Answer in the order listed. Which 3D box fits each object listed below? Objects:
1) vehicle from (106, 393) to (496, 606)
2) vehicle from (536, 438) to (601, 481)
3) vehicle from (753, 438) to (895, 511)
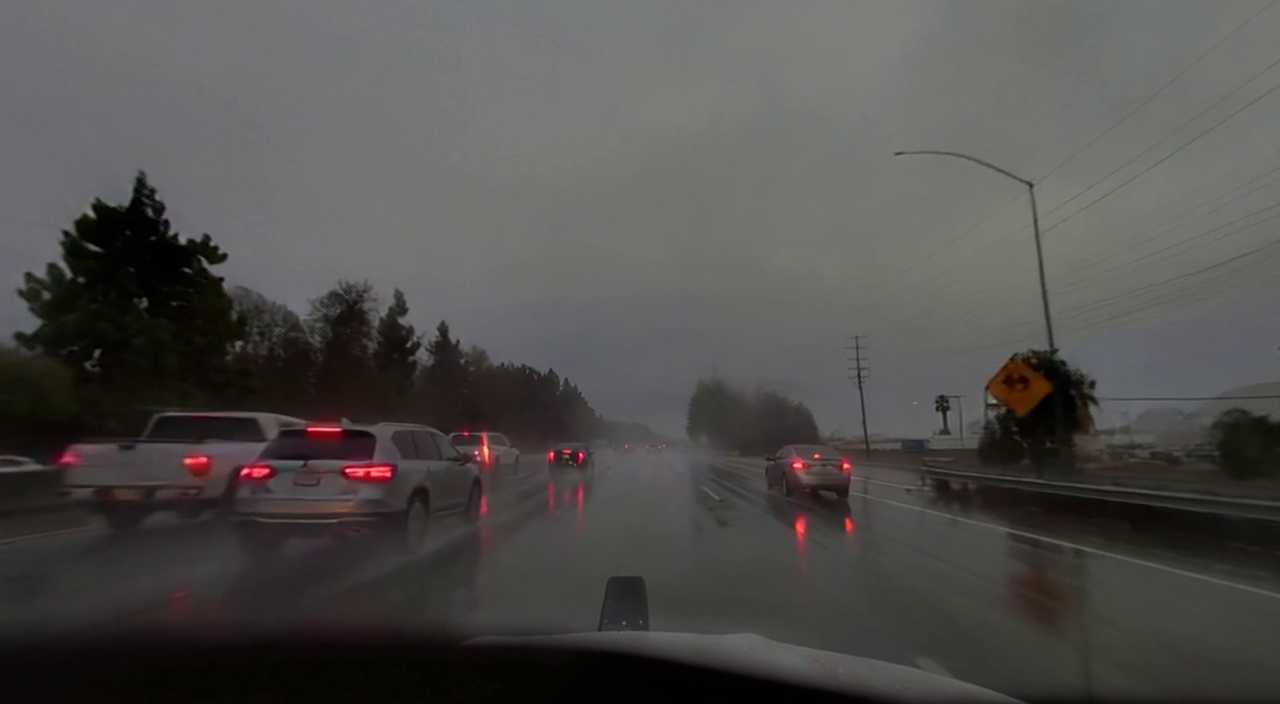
[{"bbox_3d":[-3.373,1.574,7.636,2.133,1.775,4.530,0,-8,1],"label":"vehicle"},{"bbox_3d":[-2.941,4.539,27.045,2.133,1.668,4.505,0,-8,2],"label":"vehicle"},{"bbox_3d":[4.197,2.868,15.321,2.022,1.472,4.678,0,-8,0],"label":"vehicle"}]
